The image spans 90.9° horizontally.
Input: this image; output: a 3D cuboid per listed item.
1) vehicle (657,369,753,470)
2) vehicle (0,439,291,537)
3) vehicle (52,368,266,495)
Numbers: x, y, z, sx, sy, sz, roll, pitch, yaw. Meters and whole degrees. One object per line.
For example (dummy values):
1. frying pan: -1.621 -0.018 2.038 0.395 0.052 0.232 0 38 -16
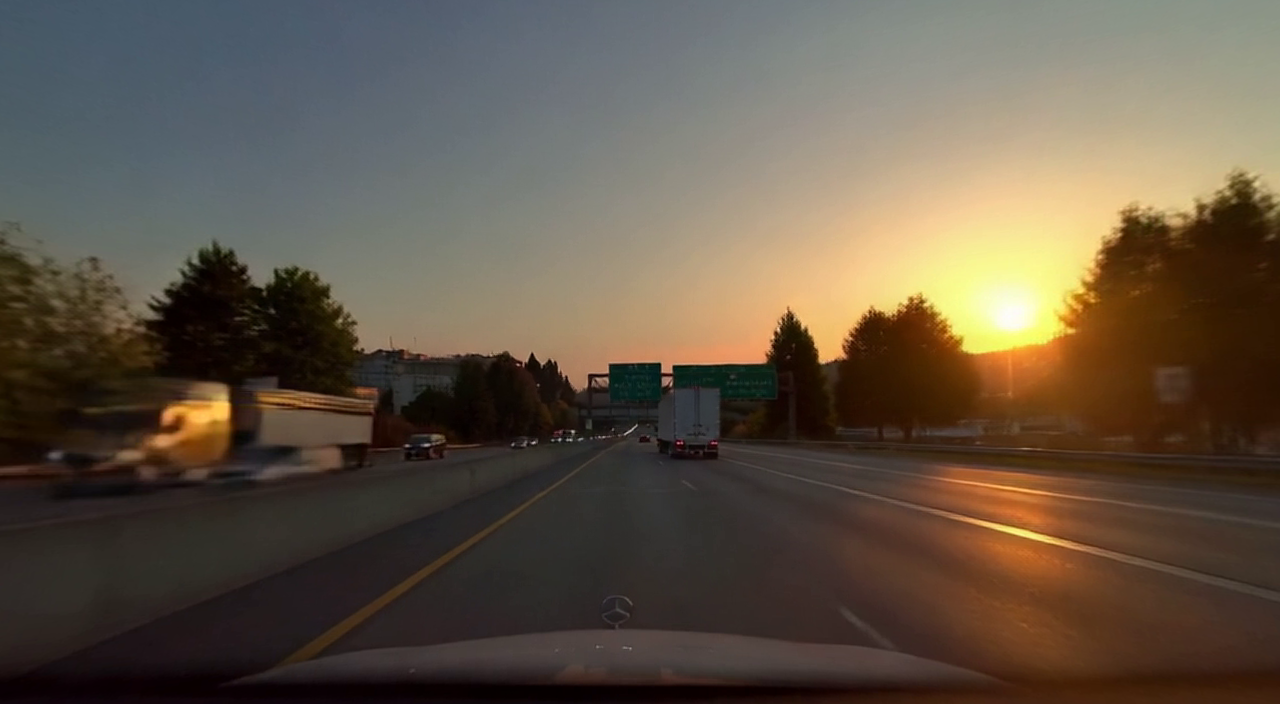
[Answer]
1. vehicle: 2.765 3.567 31.800 2.954 3.995 13.335 0 -8 -2
2. vehicle: -9.013 2.429 12.121 2.015 1.471 4.662 0 -8 -1
3. vehicle: -17.203 2.928 23.256 3.002 4.059 6.038 0 -8 -1
